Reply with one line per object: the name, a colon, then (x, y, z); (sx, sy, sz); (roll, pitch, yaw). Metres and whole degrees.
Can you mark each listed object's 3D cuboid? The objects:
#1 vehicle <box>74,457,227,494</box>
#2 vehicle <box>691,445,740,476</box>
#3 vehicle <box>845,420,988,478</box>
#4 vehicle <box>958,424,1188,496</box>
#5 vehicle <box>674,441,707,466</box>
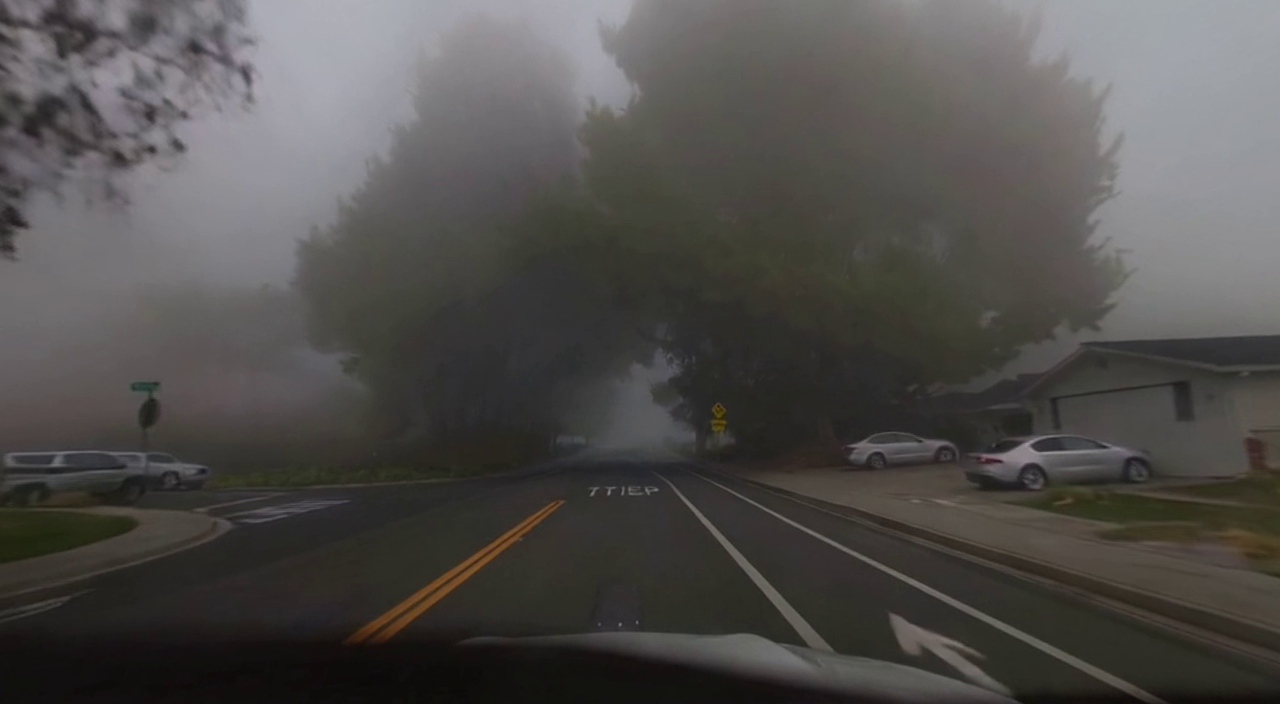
vehicle: (-21.647, 5.474, 28.101); (5.074, 1.511, 1.978); (0, -9, 0)
vehicle: (3.851, 5.592, 32.772); (1.940, 1.470, 4.101); (0, -9, -1)
vehicle: (10.893, 3.851, 25.203); (4.459, 1.696, 2.361); (-6, -8, -1)
vehicle: (11.025, 2.757, 16.325); (4.493, 1.493, 1.926); (-3, -8, -3)
vehicle: (3.748, 7.664, 47.764); (2.032, 1.792, 4.849); (0, -9, -1)
